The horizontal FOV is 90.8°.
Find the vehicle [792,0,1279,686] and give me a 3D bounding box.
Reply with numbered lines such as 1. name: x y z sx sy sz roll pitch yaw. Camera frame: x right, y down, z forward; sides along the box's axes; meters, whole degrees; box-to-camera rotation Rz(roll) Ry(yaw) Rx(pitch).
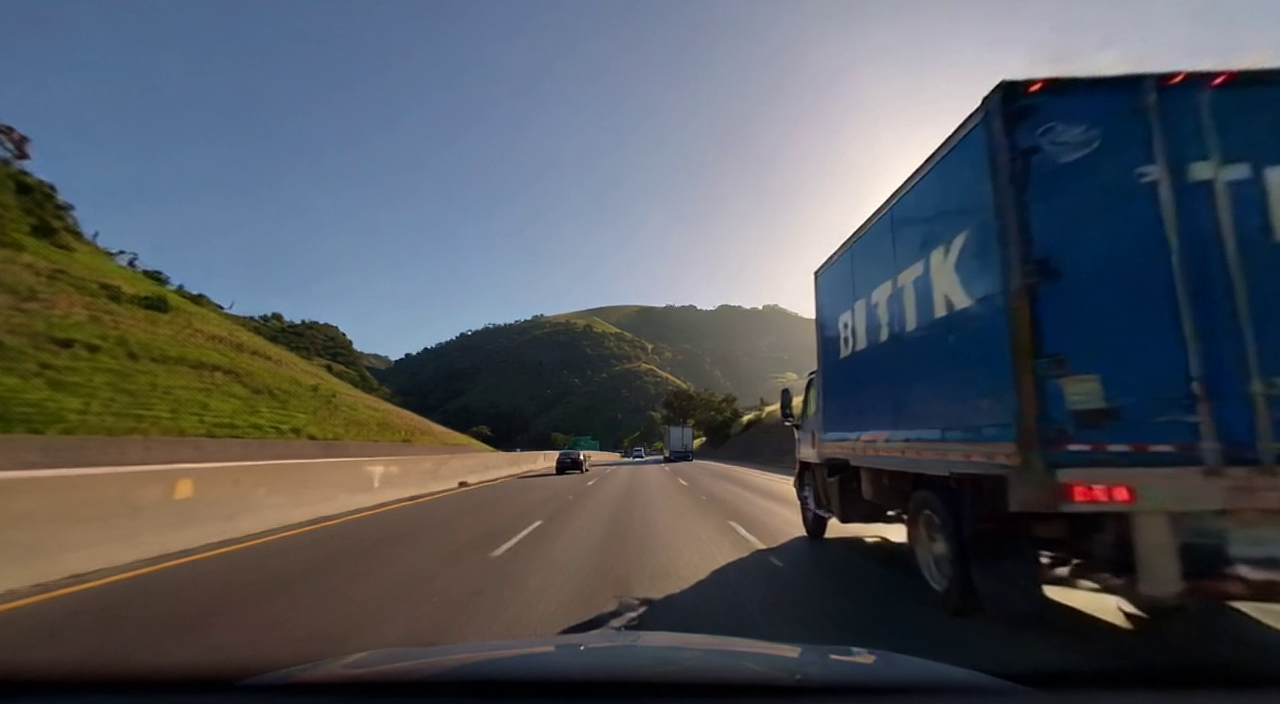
1. vehicle: 3.999 0.249 6.758 2.999 4.023 6.337 0 -9 -1

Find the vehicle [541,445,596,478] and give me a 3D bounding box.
1. vehicle: -3.521 5.524 32.066 2.060 1.475 5.314 0 -9 1
